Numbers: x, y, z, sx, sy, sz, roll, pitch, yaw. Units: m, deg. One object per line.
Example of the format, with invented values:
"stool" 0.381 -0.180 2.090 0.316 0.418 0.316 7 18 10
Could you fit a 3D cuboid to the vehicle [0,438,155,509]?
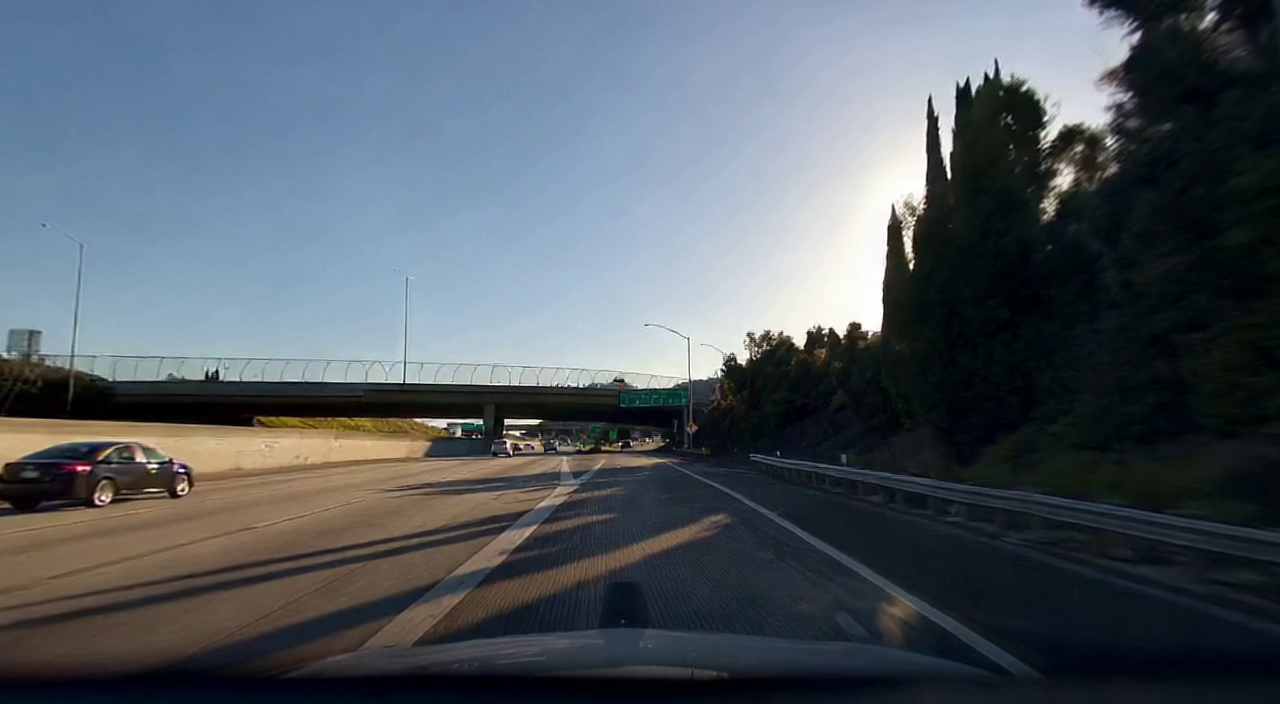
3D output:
"vehicle" -16.311 3.339 17.726 2.093 1.735 4.285 1 -9 -5
